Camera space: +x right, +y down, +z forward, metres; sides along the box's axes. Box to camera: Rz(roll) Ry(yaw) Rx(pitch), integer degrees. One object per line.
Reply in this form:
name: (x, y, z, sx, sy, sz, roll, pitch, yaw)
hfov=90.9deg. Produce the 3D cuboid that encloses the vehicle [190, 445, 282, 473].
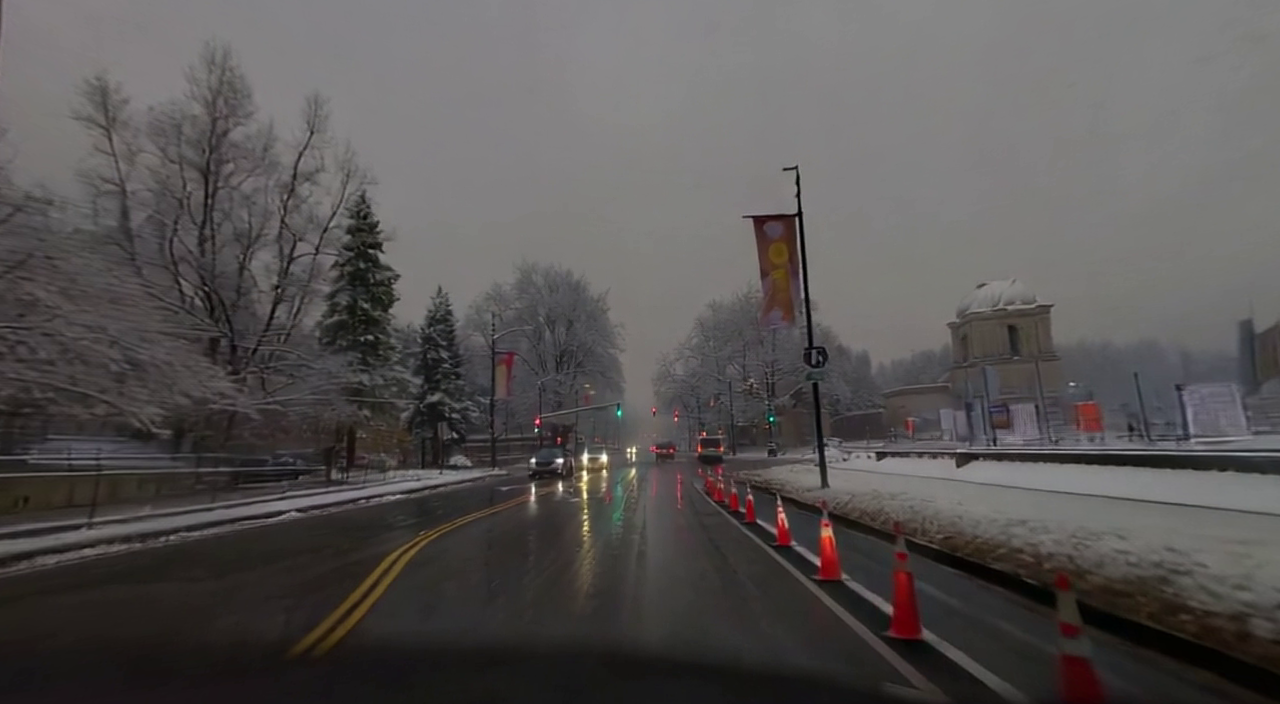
vehicle: (-25.899, 6.864, 40.508, 4.445, 1.753, 2.044, 0, -9, 1)
